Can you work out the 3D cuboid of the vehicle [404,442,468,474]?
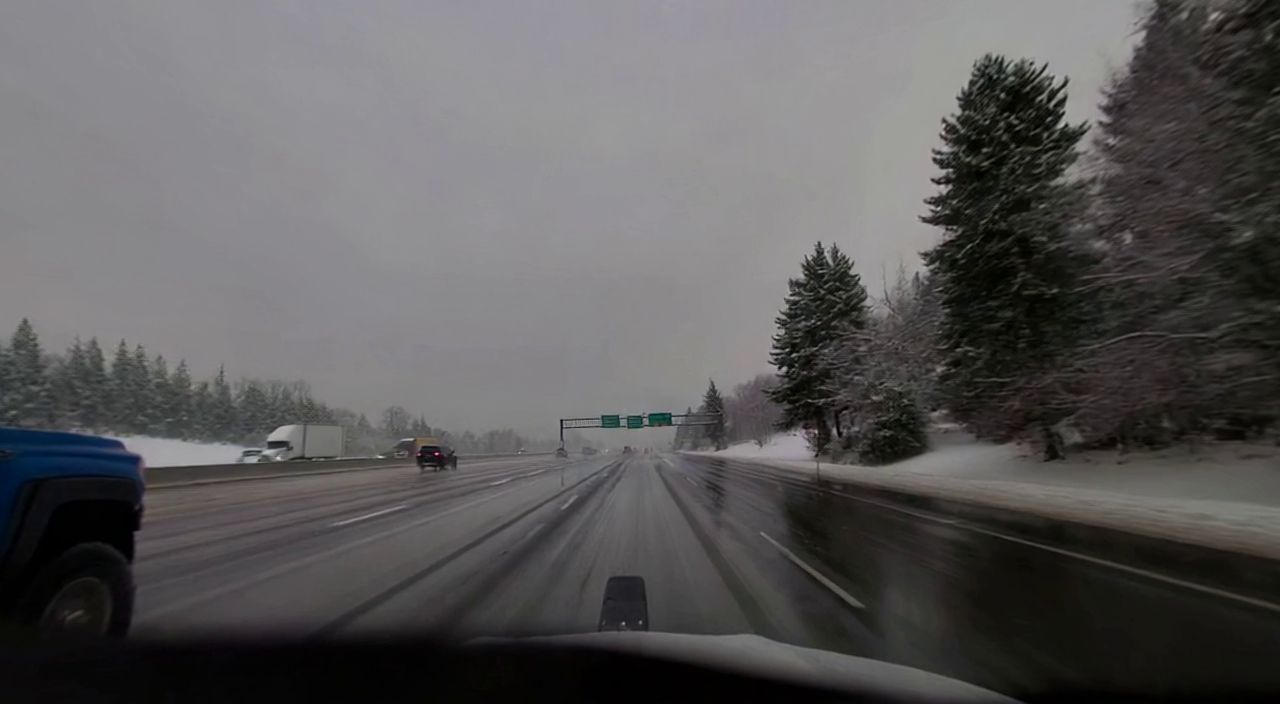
[{"bbox_3d":[-10.803,5.624,33.727,1.957,1.565,4.311,0,-8,1],"label":"vehicle"}]
